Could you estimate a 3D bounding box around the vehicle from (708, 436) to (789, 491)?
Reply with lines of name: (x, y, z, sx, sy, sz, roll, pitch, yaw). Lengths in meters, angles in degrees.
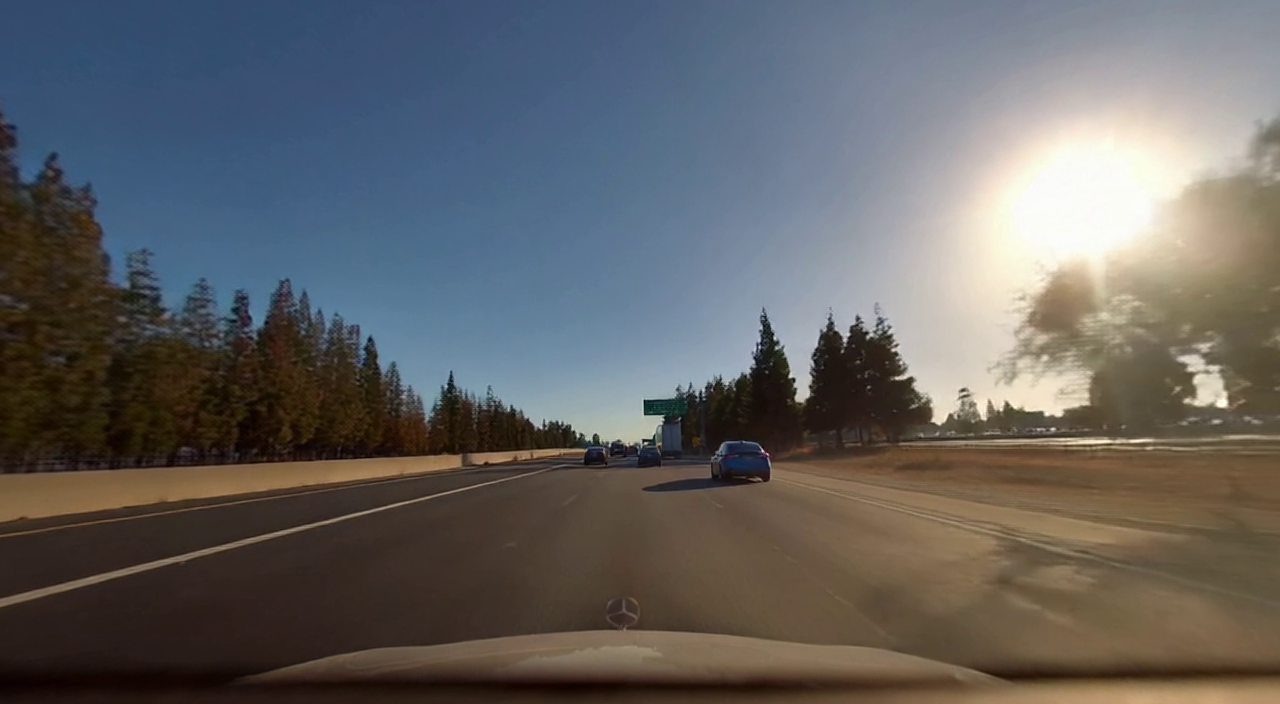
vehicle: (3.713, 3.911, 22.437, 2.082, 1.720, 4.393, 1, -9, 0)

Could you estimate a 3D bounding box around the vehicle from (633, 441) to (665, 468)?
vehicle: (0.607, 7.291, 44.932, 2.205, 1.785, 4.423, 1, -9, 0)
